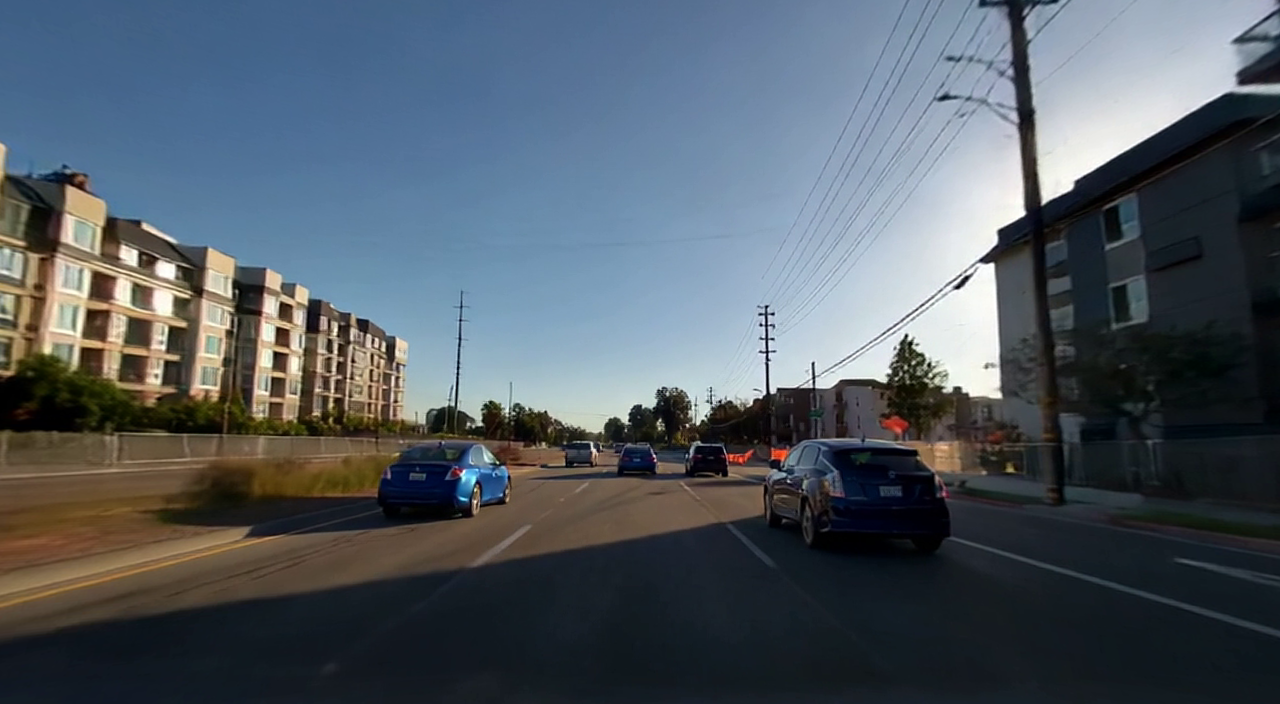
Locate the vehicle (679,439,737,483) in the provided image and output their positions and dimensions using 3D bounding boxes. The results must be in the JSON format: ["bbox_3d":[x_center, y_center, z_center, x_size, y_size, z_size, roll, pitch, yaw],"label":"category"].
[{"bbox_3d":[2.937,4.812,28.255,2.029,1.797,4.218,0,-8,-1],"label":"vehicle"}]

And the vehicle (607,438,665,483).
[{"bbox_3d":[-0.161,4.558,26.879,2.291,1.714,4.217,0,-8,0],"label":"vehicle"}]

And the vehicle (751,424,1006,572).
[{"bbox_3d":[2.980,1.906,9.008,1.975,1.598,4.025,0,-8,-1],"label":"vehicle"}]

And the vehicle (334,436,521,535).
[{"bbox_3d":[-3.626,2.334,11.714,1.968,1.473,4.209,0,-8,0],"label":"vehicle"}]

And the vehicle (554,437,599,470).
[{"bbox_3d":[-3.702,6.034,37.753,2.190,1.832,4.417,0,-8,1],"label":"vehicle"}]
